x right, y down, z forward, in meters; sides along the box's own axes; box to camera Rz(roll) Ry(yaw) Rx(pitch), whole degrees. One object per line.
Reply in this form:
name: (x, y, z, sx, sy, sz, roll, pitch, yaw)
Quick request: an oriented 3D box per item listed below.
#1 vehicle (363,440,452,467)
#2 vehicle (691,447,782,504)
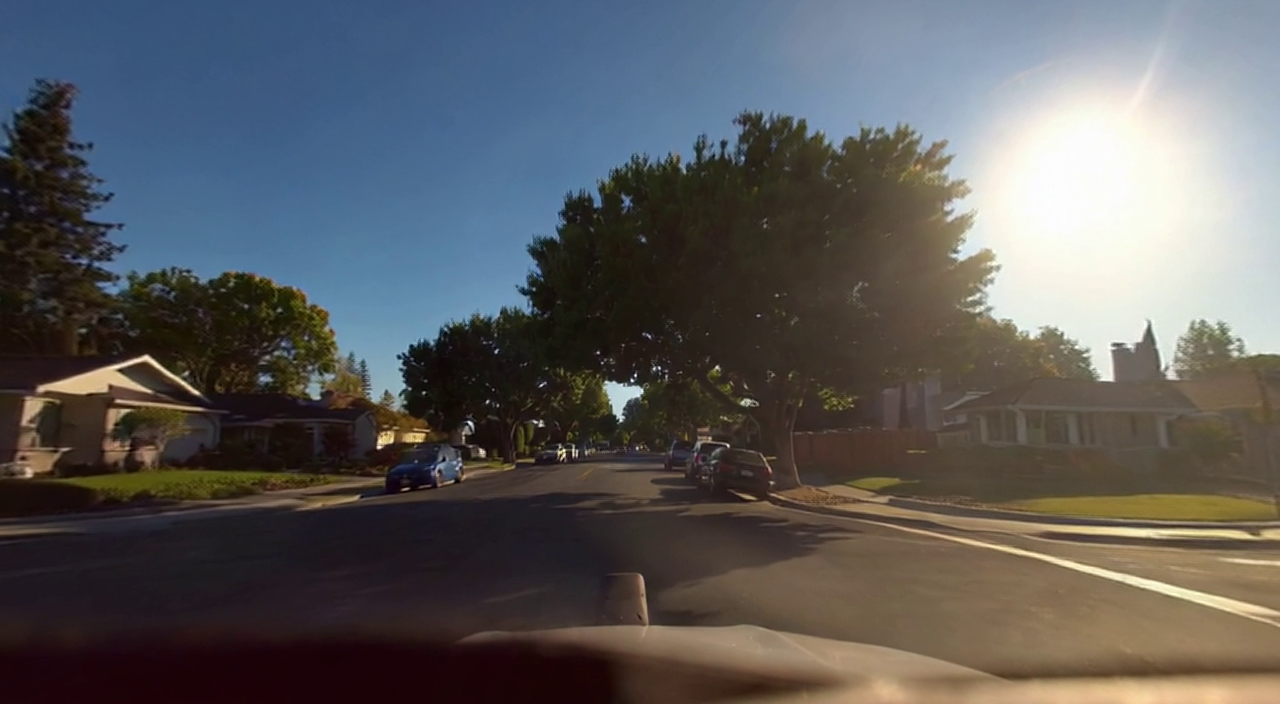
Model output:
vehicle: (-13.515, 5.930, 36.972, 4.423, 1.522, 1.961, 0, -8, -2)
vehicle: (2.787, 3.669, 19.251, 1.881, 1.487, 4.183, 1, -8, -3)
